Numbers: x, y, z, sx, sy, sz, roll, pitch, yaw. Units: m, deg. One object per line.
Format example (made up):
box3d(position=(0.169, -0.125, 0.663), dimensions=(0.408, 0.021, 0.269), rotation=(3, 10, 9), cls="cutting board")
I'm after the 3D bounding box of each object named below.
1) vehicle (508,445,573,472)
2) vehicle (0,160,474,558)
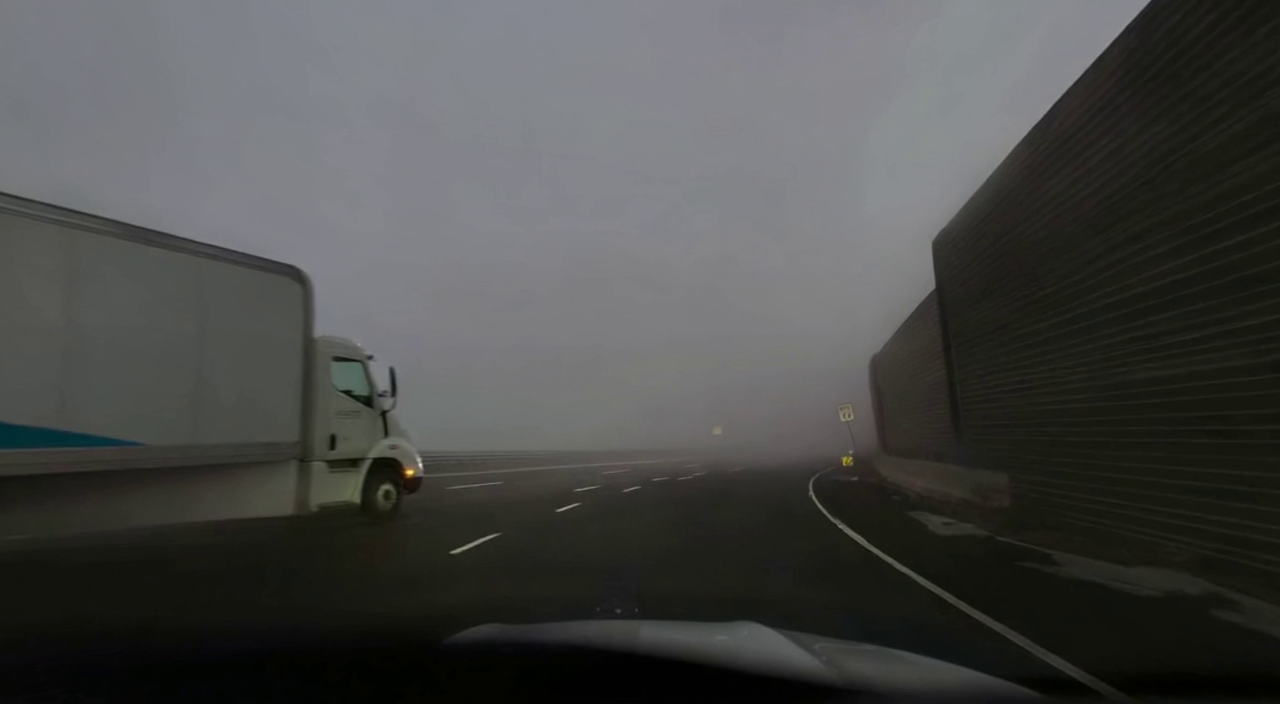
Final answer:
box3d(position=(-5.967, 6.427, 38.182), dimensions=(1.924, 1.498, 4.237), rotation=(-4, -9, 24), cls="vehicle")
box3d(position=(-6.982, 0.435, 9.185), dimensions=(2.997, 4.029, 10.500), rotation=(-3, -8, 22), cls="vehicle")
